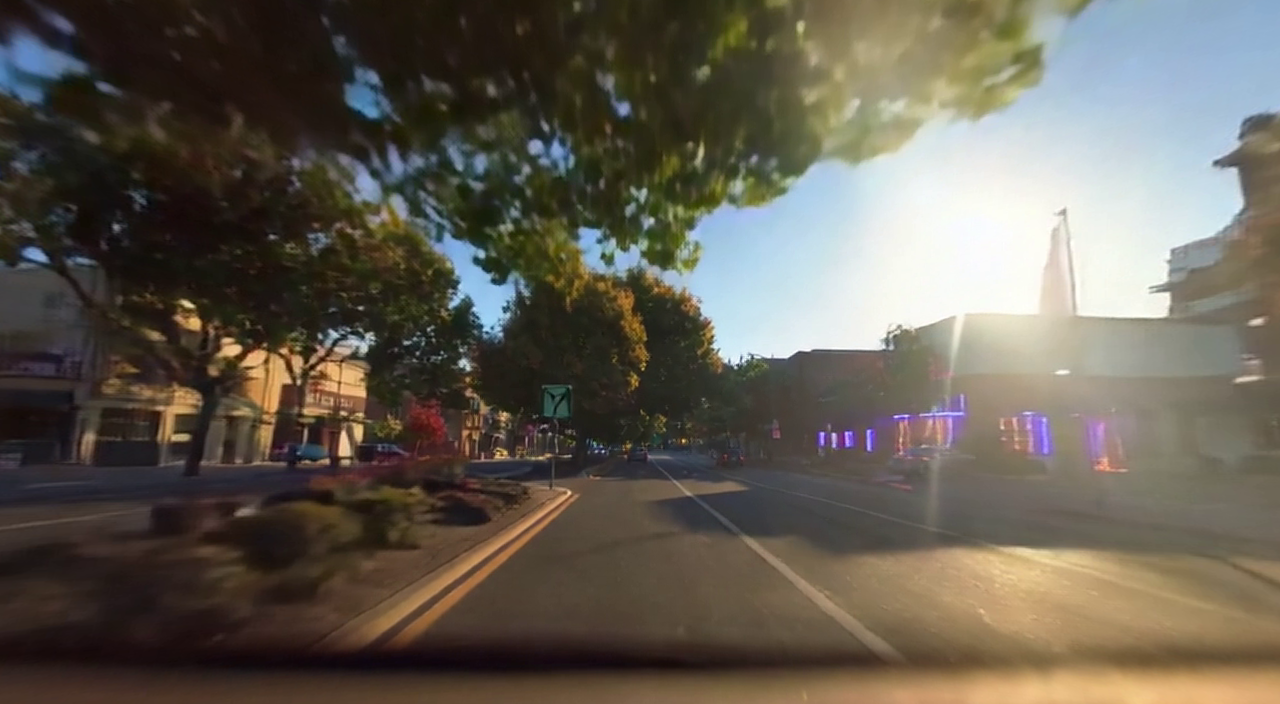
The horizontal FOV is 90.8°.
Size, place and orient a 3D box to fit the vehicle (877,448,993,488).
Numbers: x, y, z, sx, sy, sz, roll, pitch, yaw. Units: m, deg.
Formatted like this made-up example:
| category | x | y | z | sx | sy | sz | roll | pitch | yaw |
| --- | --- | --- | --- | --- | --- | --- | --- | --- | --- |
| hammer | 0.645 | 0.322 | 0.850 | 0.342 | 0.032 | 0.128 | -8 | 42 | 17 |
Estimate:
| category | x | y | z | sx | sy | sz | roll | pitch | yaw |
| --- | --- | --- | --- | --- | --- | --- | --- | --- | --- |
| vehicle | 13.461 | 5.277 | 29.000 | 4.281 | 1.719 | 1.983 | 0 | -9 | -1 |

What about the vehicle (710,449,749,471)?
| category | x | y | z | sx | sy | sz | roll | pitch | yaw |
| --- | --- | --- | --- | --- | --- | --- | --- | --- | --- |
| vehicle | 6.325 | 7.677 | 45.257 | 2.024 | 1.475 | 4.600 | 0 | -9 | -2 |
